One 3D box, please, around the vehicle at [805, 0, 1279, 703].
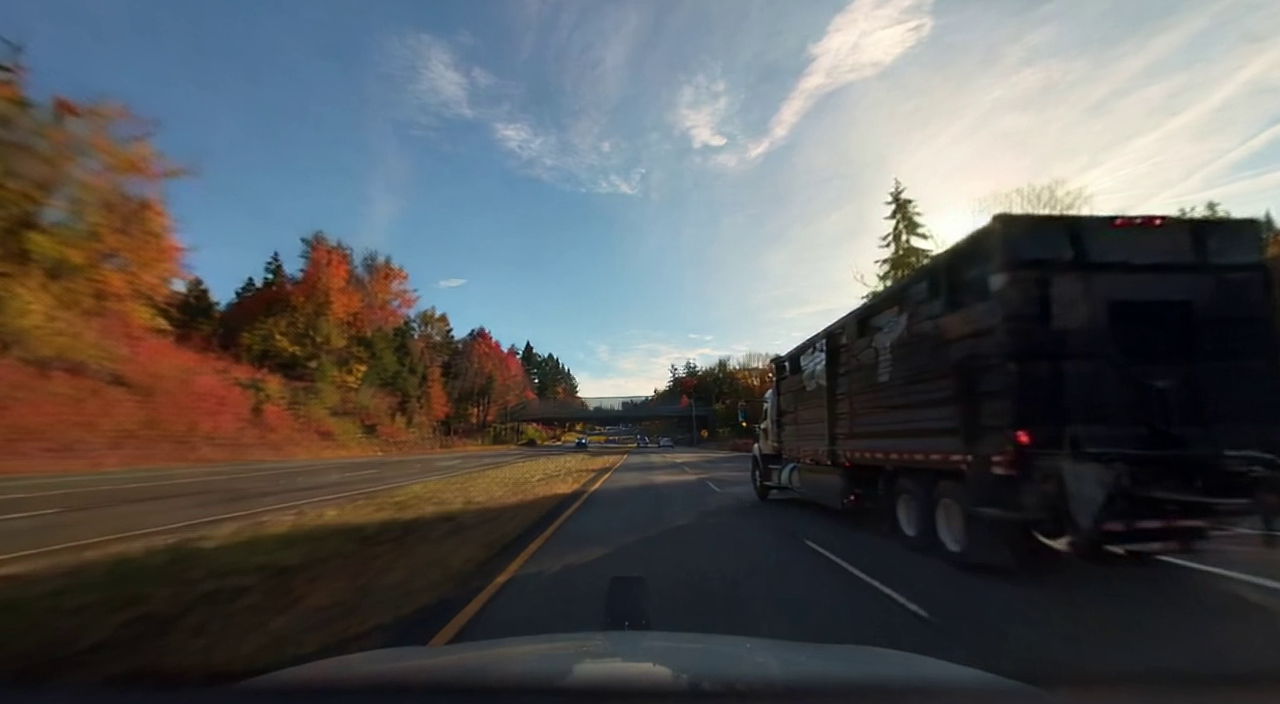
[{"bbox_3d":[3.936,-0.606,1.241,3.691,4.331,13.909,0,-8,1],"label":"vehicle"}]
